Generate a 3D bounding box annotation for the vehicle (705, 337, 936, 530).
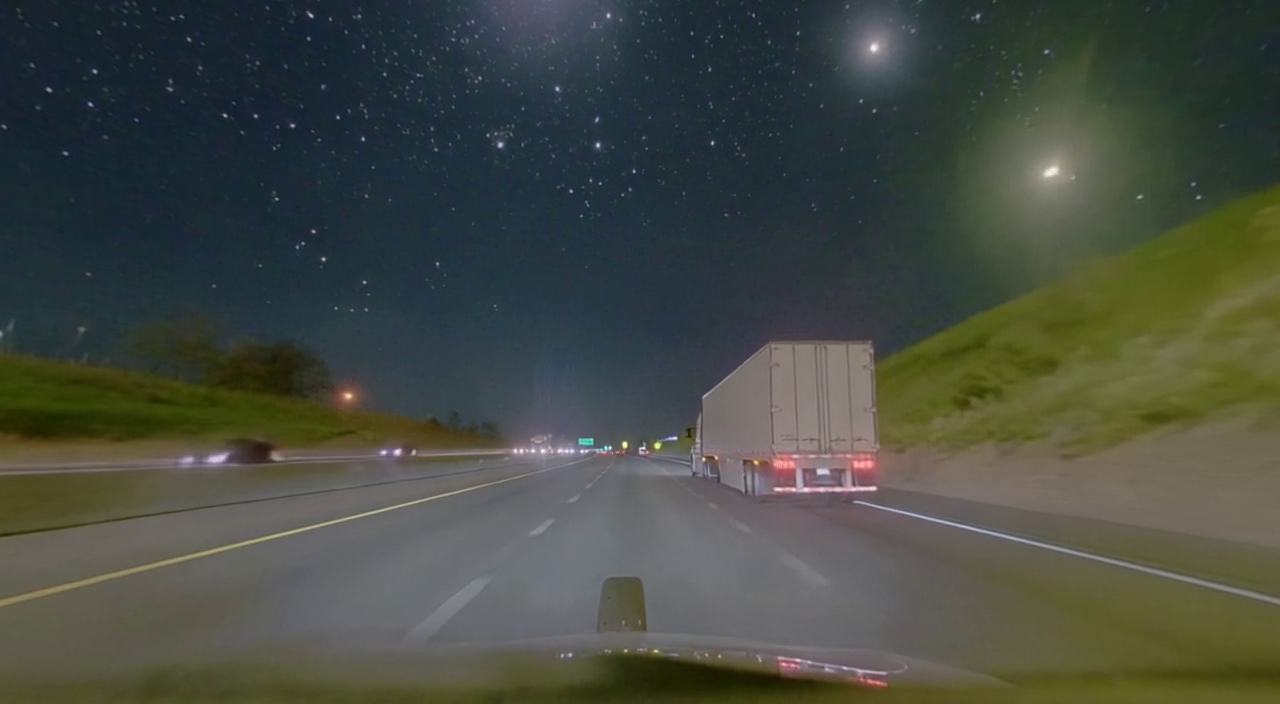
[{"bbox_3d":[3.938,2.393,17.634,2.876,3.586,11.726,0,-9,-1],"label":"vehicle"}]
